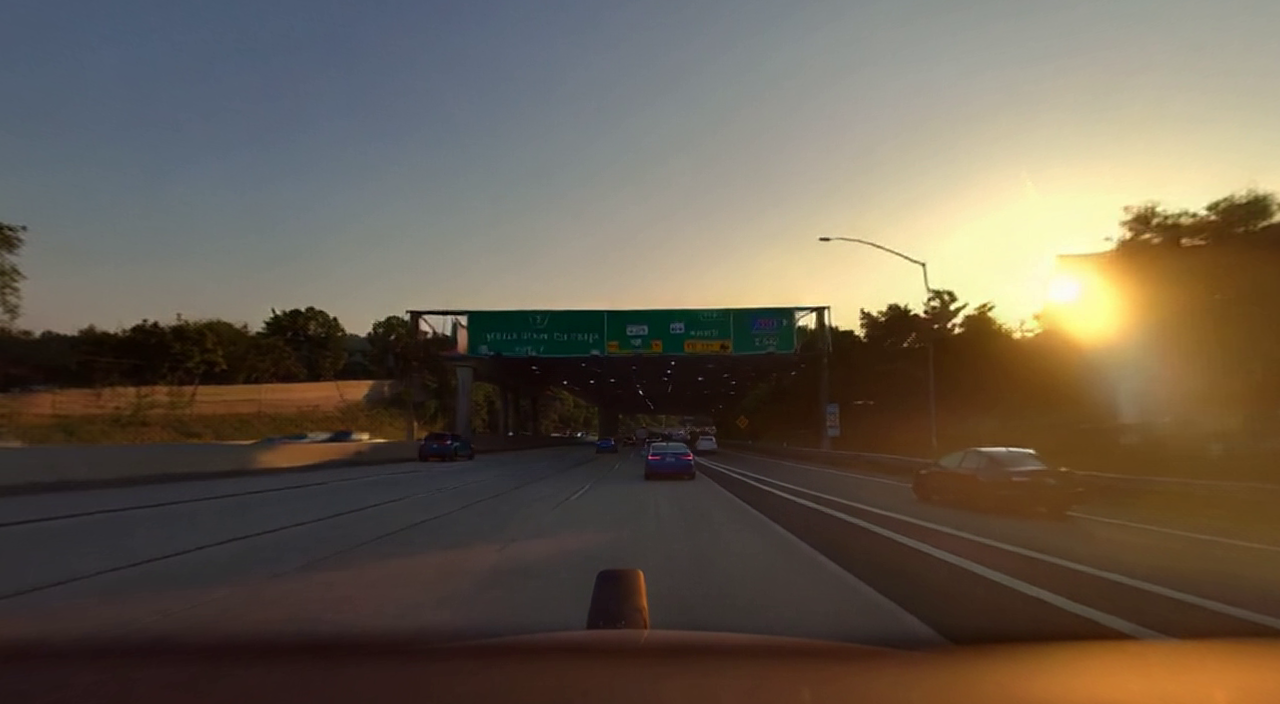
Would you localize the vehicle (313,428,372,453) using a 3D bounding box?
[{"bbox_3d":[-20.984,6.306,44.688,1.901,1.635,4.548,0,-8,1],"label":"vehicle"}]

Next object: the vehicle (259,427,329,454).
[{"bbox_3d":[-24.744,6.383,45.364,1.983,1.756,5.268,-1,-8,1],"label":"vehicle"}]

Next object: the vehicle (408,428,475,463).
[{"bbox_3d":[-10.308,4.915,33.131,1.950,1.664,4.403,-1,-8,2],"label":"vehicle"}]

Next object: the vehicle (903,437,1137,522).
[{"bbox_3d":[7.461,2.513,13.063,2.030,1.442,4.358,0,-8,-2],"label":"vehicle"}]

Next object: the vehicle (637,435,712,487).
[{"bbox_3d":[0.966,3.378,19.891,2.113,1.464,4.073,0,-8,0],"label":"vehicle"}]
